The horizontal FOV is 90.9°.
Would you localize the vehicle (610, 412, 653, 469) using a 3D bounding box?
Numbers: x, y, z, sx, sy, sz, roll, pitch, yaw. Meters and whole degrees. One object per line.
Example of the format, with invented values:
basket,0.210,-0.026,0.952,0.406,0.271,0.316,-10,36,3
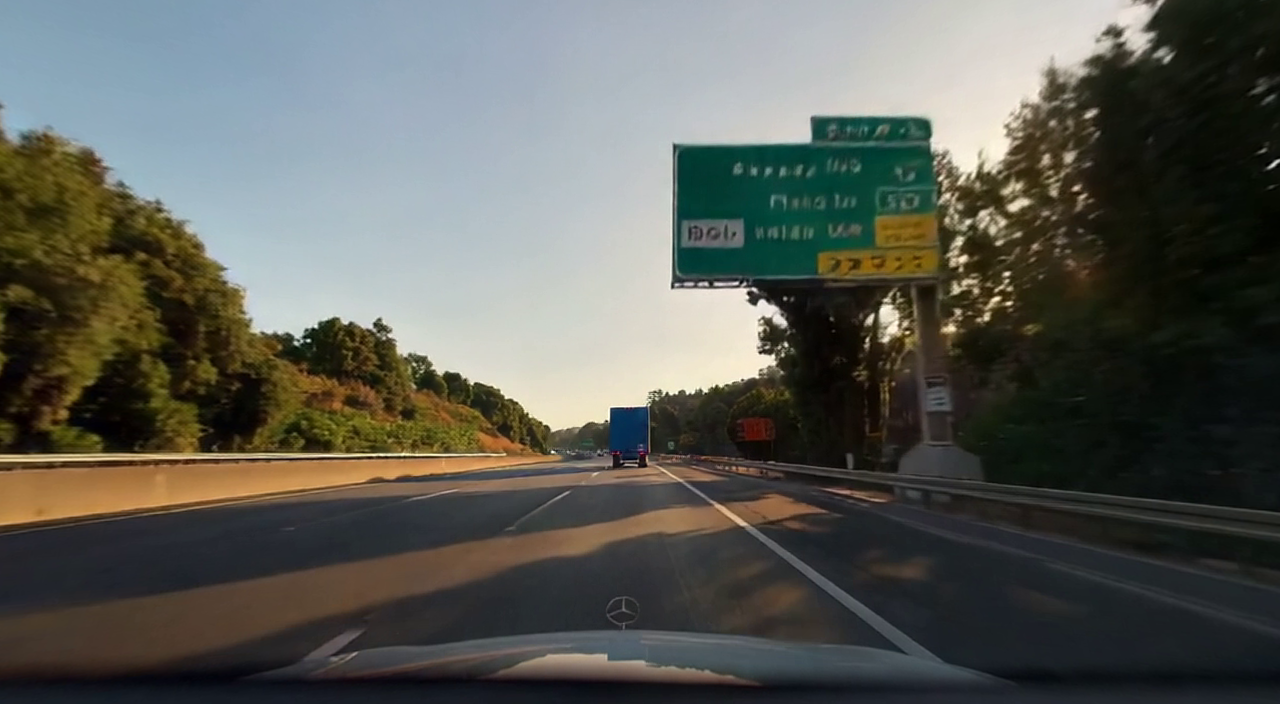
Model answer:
vehicle,-0.642,6.962,49.122,2.982,3.947,11.075,0,-9,-1
